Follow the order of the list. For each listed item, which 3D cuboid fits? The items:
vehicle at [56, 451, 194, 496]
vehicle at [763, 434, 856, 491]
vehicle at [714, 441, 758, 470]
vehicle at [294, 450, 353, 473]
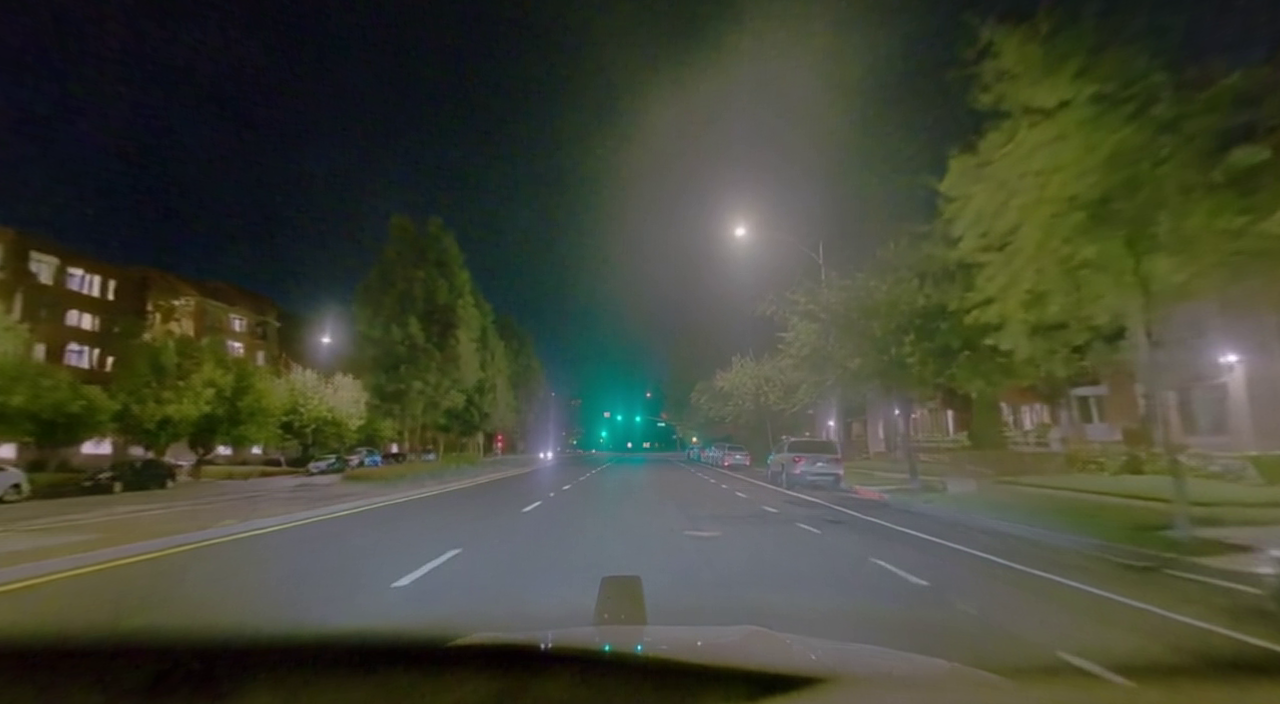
[{"bbox_3d":[-22.002,5.161,27.094,1.911,1.473,4.610,-1,-6,3],"label":"vehicle"},{"bbox_3d":[5.895,3.890,22.453,2.004,1.816,4.585,0,-9,0],"label":"vehicle"},{"bbox_3d":[5.972,6.507,39.609,1.918,1.662,4.393,1,-9,-2],"label":"vehicle"},{"bbox_3d":[-22.302,7.717,44.484,1.883,1.450,4.659,1,-9,-2],"label":"vehicle"}]
